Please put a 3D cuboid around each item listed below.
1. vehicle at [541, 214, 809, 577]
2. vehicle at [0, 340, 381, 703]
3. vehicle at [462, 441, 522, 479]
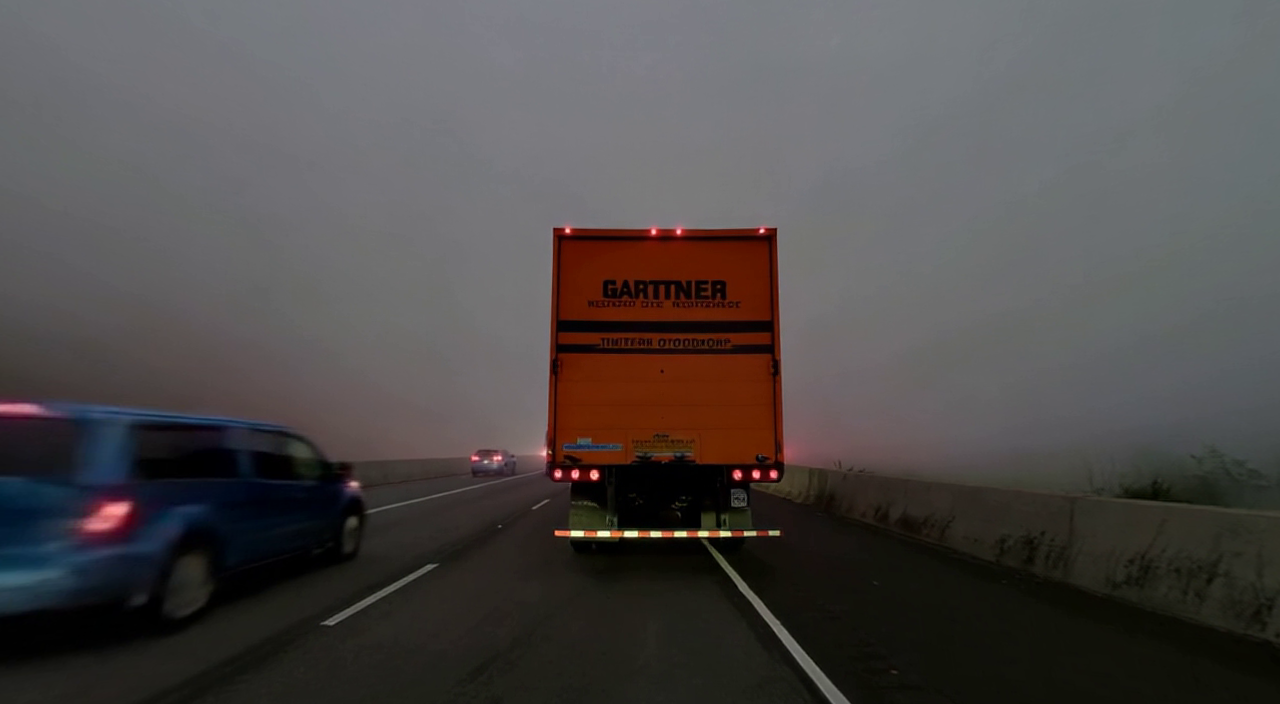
[{"bbox_3d":[0.484,1.228,12.257,2.853,4.054,10.557,0,-9,1],"label":"vehicle"},{"bbox_3d":[-4.624,1.310,5.884,2.293,2.015,4.915,0,-9,0],"label":"vehicle"},{"bbox_3d":[-8.580,6.329,37.122,2.174,2.059,5.314,0,-9,0],"label":"vehicle"}]
